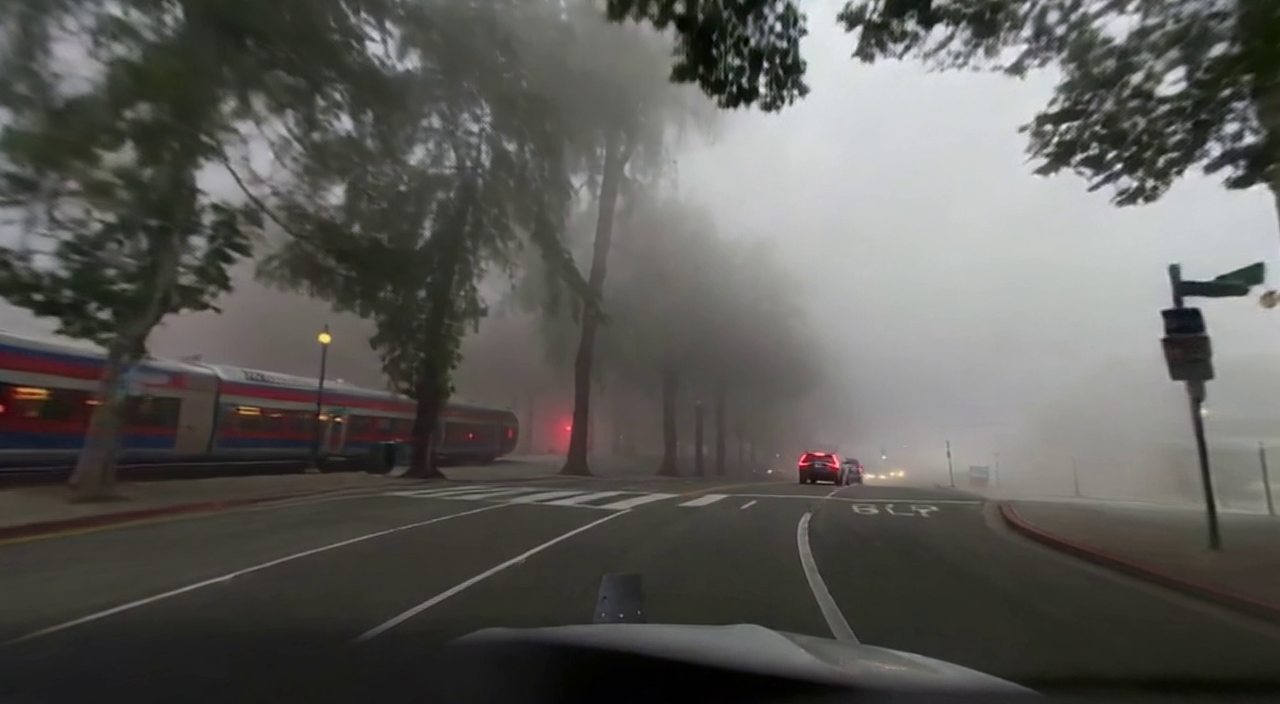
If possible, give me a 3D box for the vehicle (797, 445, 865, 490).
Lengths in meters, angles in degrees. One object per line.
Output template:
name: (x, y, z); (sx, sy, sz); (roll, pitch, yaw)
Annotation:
vehicle: (8.374, 4.930, 27.433); (2.263, 1.765, 4.237); (-4, -9, 23)
